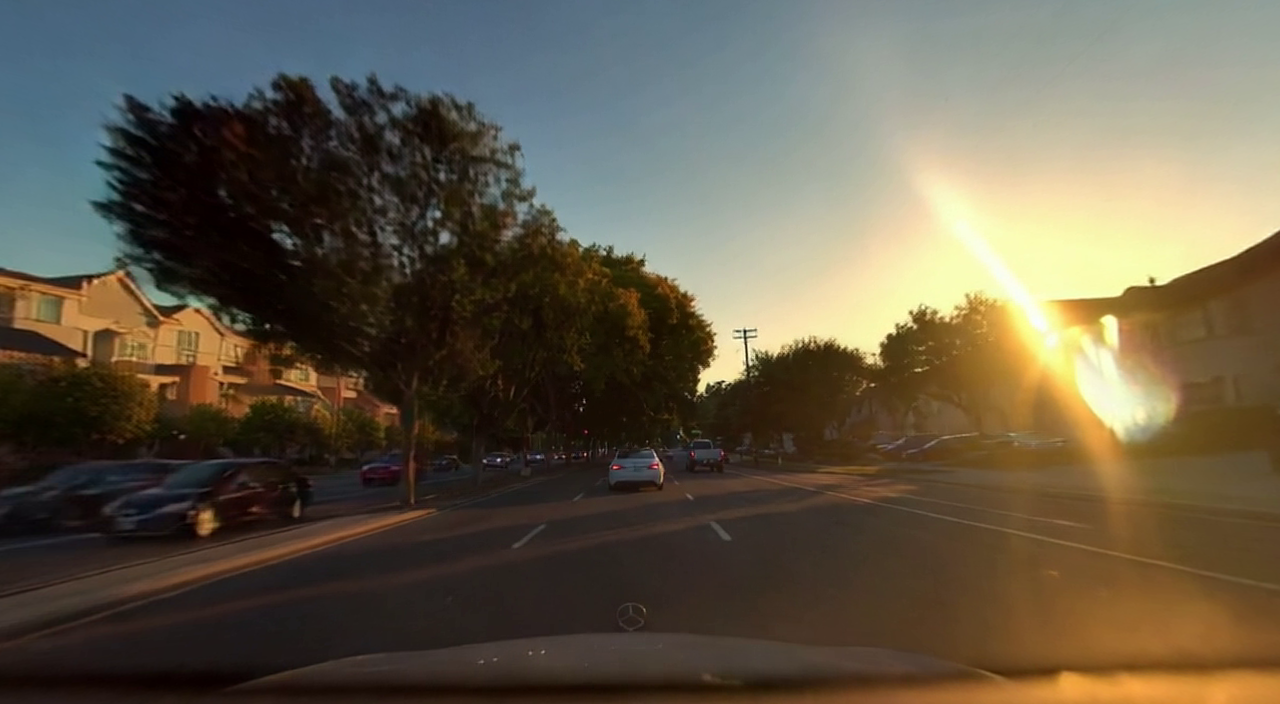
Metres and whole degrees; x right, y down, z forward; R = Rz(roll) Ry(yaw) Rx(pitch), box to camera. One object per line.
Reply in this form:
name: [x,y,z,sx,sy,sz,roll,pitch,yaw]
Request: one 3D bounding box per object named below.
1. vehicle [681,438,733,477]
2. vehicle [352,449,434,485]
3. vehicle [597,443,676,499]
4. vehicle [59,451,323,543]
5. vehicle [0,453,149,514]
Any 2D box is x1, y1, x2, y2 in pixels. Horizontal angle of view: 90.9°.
vehicle: [3.281,5.273,31.743,2.073,1.822,4.276,0,-8,0]
vehicle: [-11.422,5.340,29.508,1.917,1.488,4.611,0,-8,1]
vehicle: [-0.106,3.525,19.114,2.140,1.474,4.026,0,-8,0]
vehicle: [-8.688,2.802,12.877,2.035,1.463,4.527,0,-8,0]
vehicle: [-18.622,4.108,20.230,1.906,1.655,4.691,0,-8,1]
